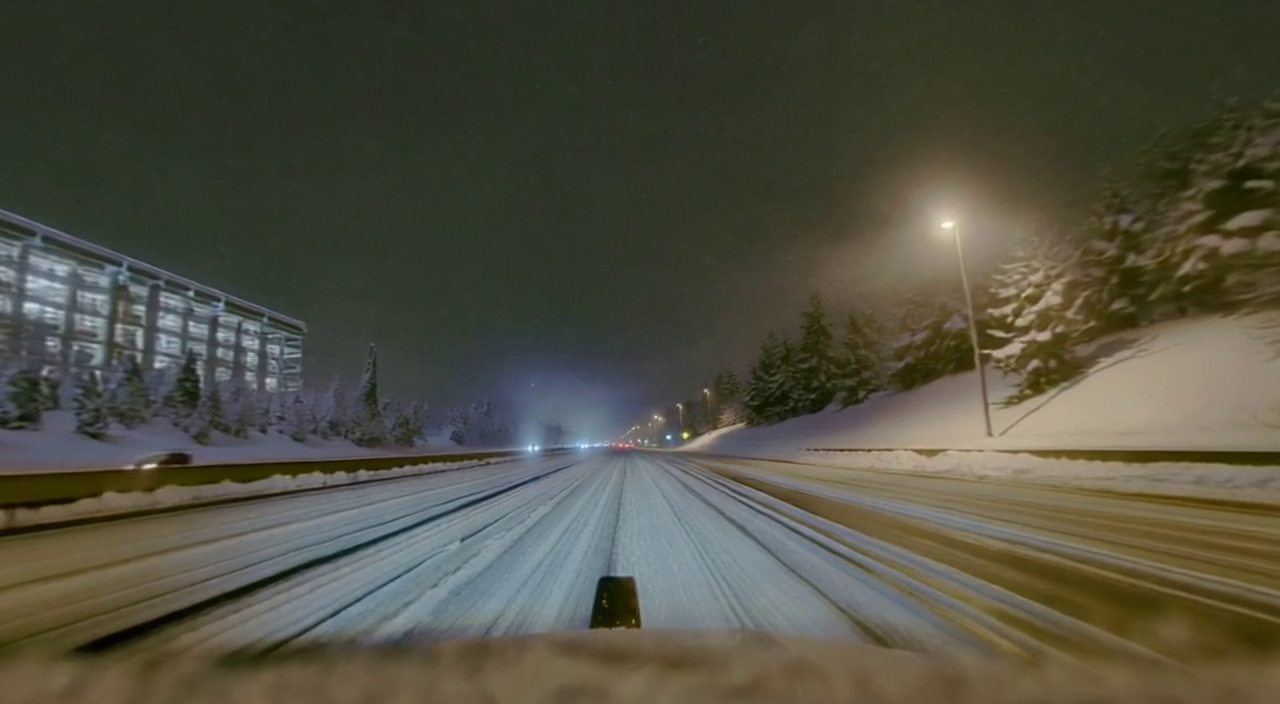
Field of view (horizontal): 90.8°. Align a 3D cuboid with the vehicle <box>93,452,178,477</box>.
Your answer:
[{"bbox_3d":[-31.205,6.931,39.243,1.801,1.411,4.254,0,-9,-1],"label":"vehicle"}]
